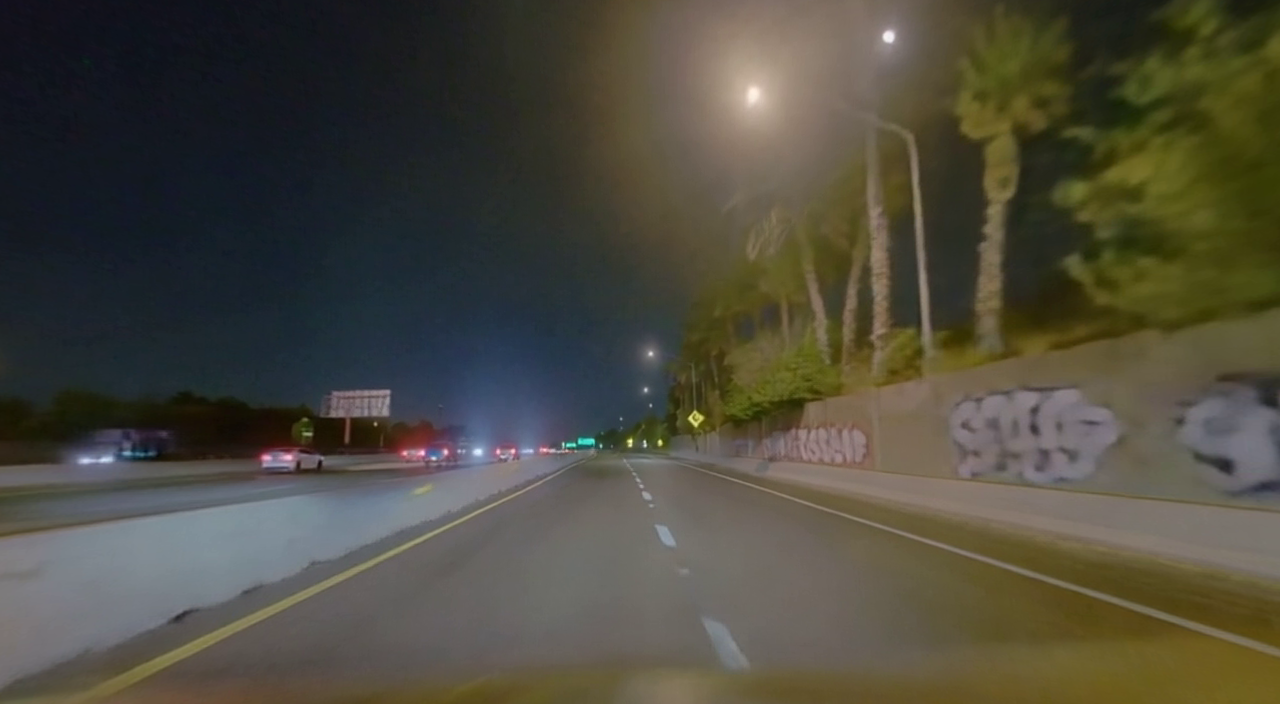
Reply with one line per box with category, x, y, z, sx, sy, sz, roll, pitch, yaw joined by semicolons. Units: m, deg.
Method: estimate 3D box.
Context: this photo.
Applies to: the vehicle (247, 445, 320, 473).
vehicle;-24.278;7.270;43.254;2.158;1.795;5.013;0;-9;-1
